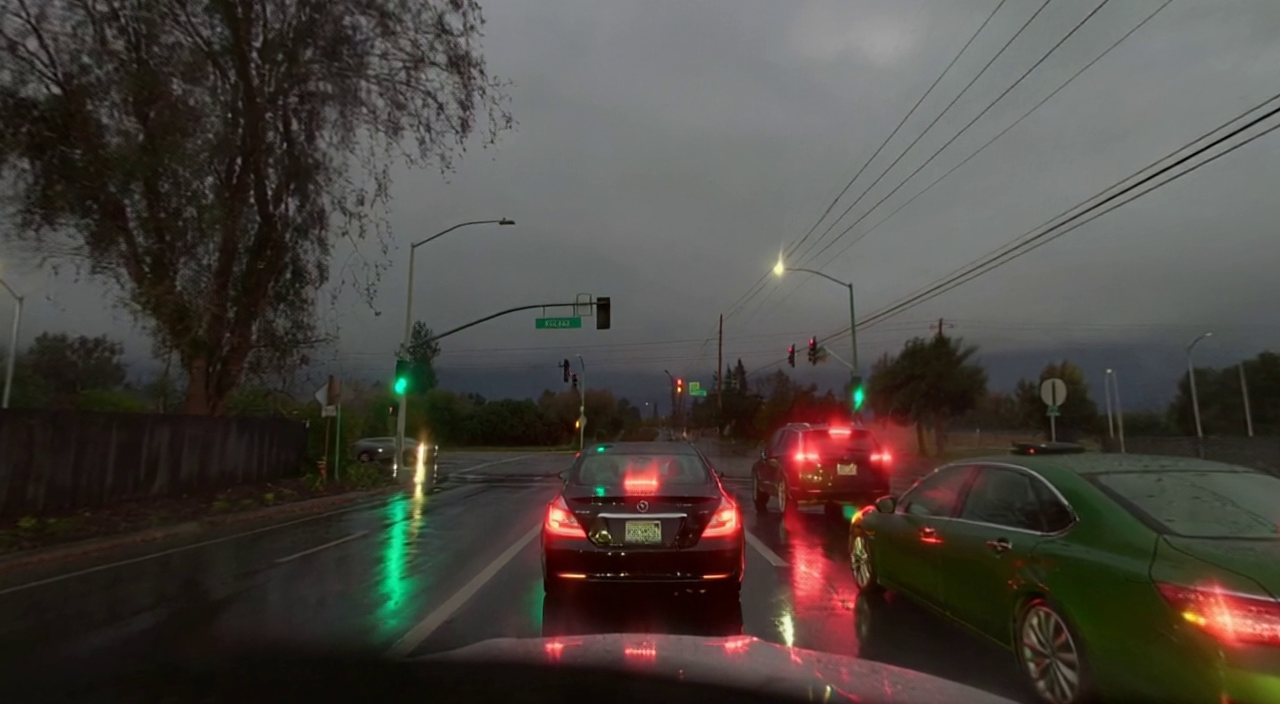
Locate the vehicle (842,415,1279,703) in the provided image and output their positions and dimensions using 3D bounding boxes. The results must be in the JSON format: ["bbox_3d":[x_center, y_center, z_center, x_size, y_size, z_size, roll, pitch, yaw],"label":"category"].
[{"bbox_3d":[3.094,1.238,4.161,2.027,1.432,4.431,0,-8,0],"label":"vehicle"}]

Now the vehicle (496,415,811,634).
[{"bbox_3d":[0.072,1.519,6.614,2.170,1.497,4.369,0,-8,-1],"label":"vehicle"}]

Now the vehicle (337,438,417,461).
[{"bbox_3d":[-17.241,6.421,41.463,4.406,1.458,1.892,-1,-8,7],"label":"vehicle"}]
